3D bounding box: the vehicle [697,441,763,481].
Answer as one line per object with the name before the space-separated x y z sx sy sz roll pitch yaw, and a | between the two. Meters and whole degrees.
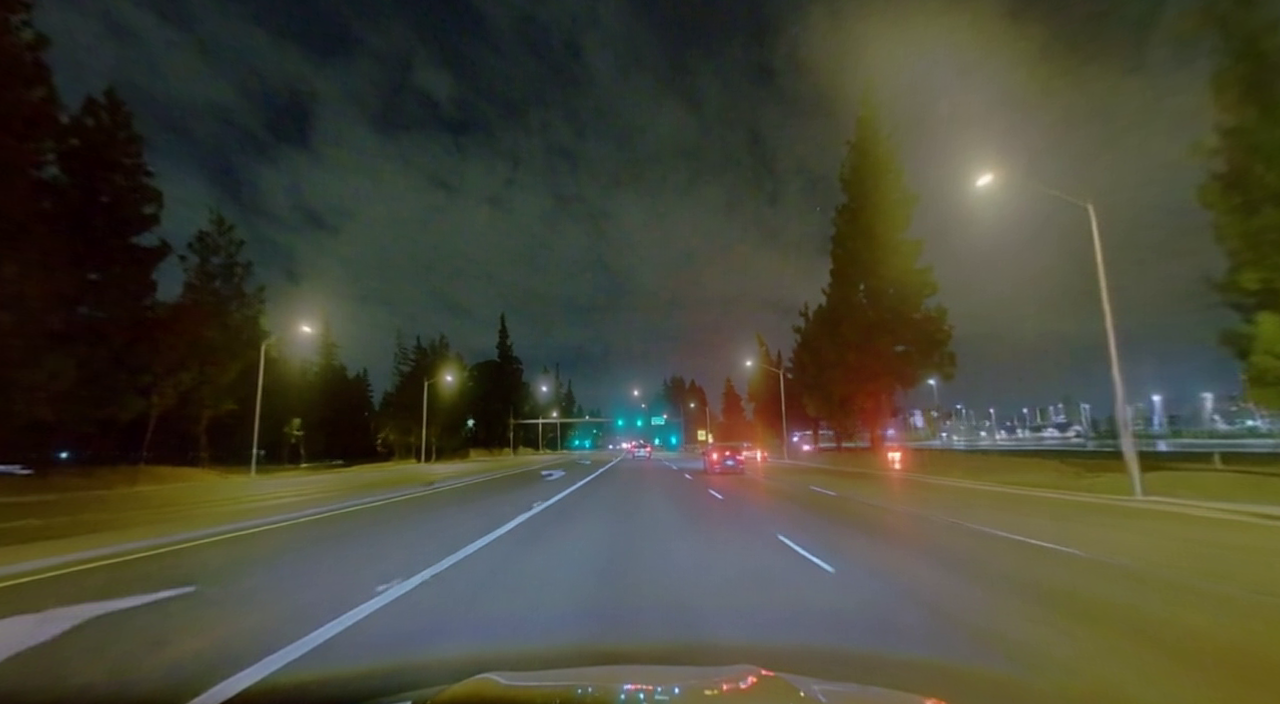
vehicle | 3.638 4.505 26.415 1.948 1.479 4.620 0 -9 -2
